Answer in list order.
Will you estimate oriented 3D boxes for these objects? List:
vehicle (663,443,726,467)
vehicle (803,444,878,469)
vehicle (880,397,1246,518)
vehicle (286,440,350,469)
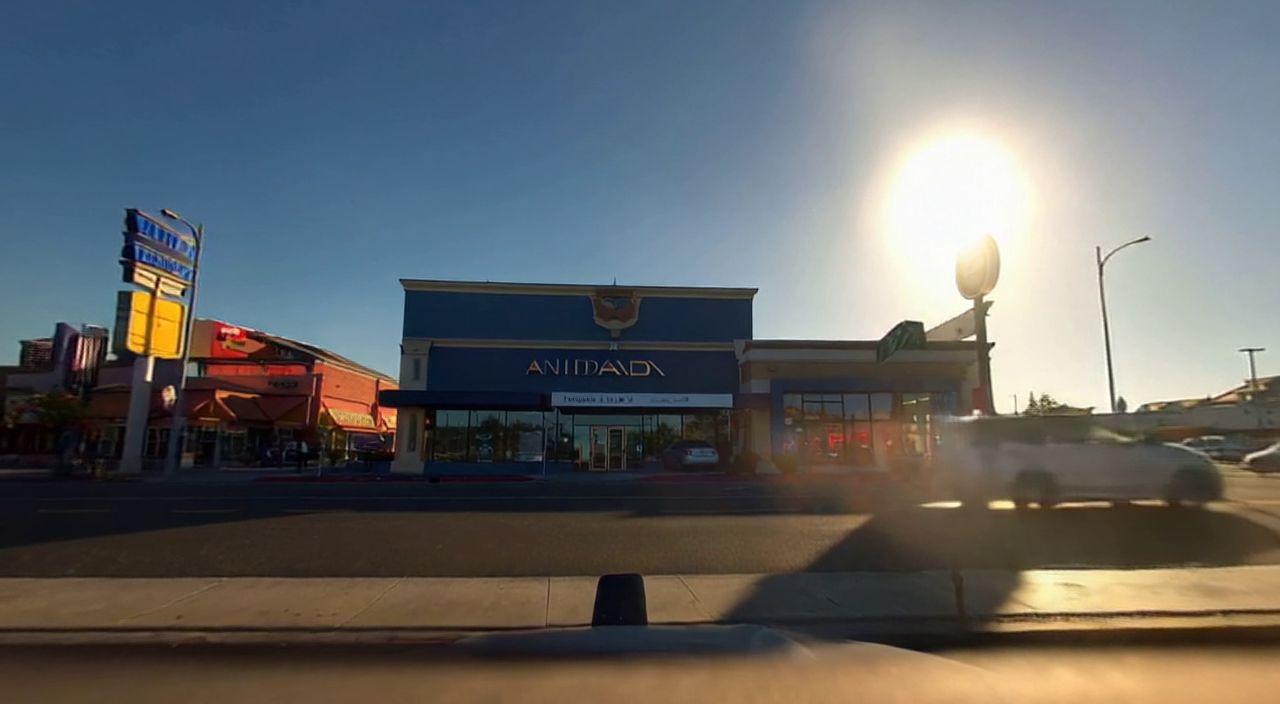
[{"bbox_3d":[3.447,6.620,40.855,1.812,1.468,4.519,5,-10,-28],"label":"vehicle"},{"bbox_3d":[12.851,6.700,40.733,1.791,1.453,4.593,5,-10,-29],"label":"vehicle"},{"bbox_3d":[6.828,1.727,10.601,4.735,1.779,2.051,1,-8,-5],"label":"vehicle"},{"bbox_3d":[-20.140,6.365,39.465,4.596,1.680,1.936,-8,-11,41],"label":"vehicle"}]
